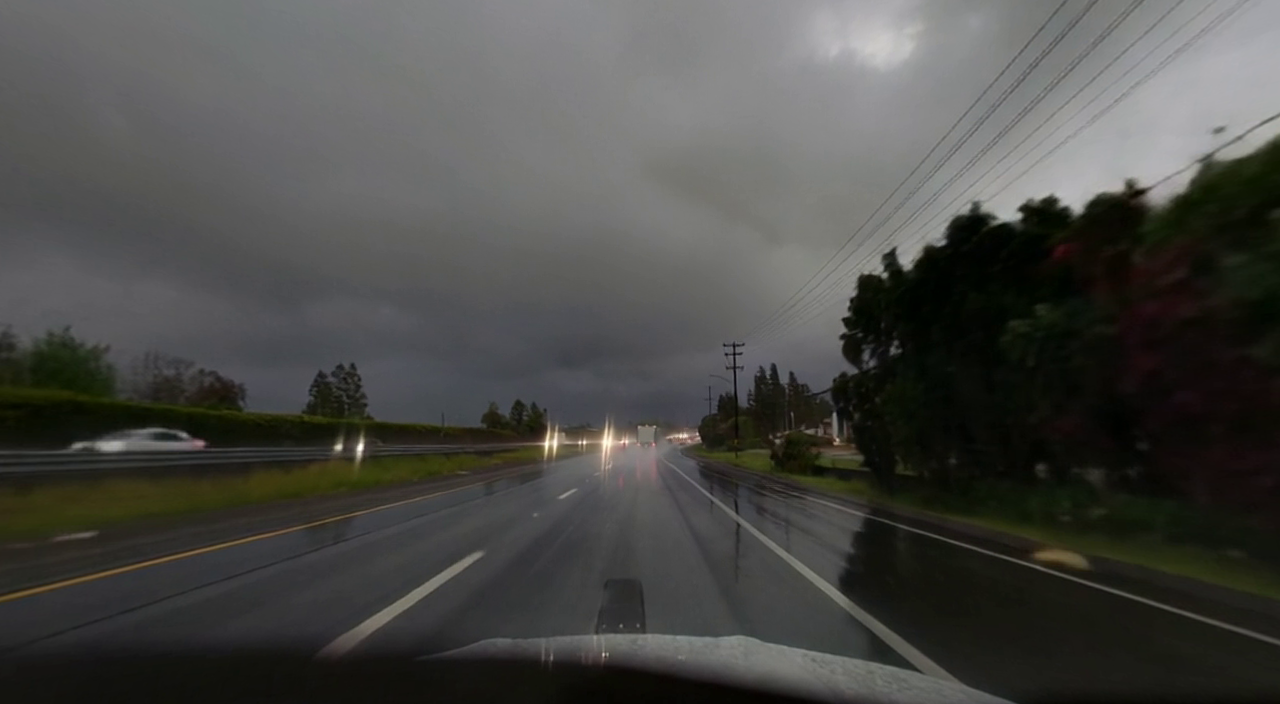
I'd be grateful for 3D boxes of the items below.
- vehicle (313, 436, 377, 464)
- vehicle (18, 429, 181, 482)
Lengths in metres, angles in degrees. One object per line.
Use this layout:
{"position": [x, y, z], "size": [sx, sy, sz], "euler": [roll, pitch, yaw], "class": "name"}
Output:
{"position": [-21.066, 7.015, 45.269], "size": [2.120, 1.865, 4.831], "euler": [0, -9, 1], "class": "vehicle"}
{"position": [-20.837, 4.034, 24.649], "size": [2.091, 1.842, 4.710], "euler": [0, -9, 1], "class": "vehicle"}
